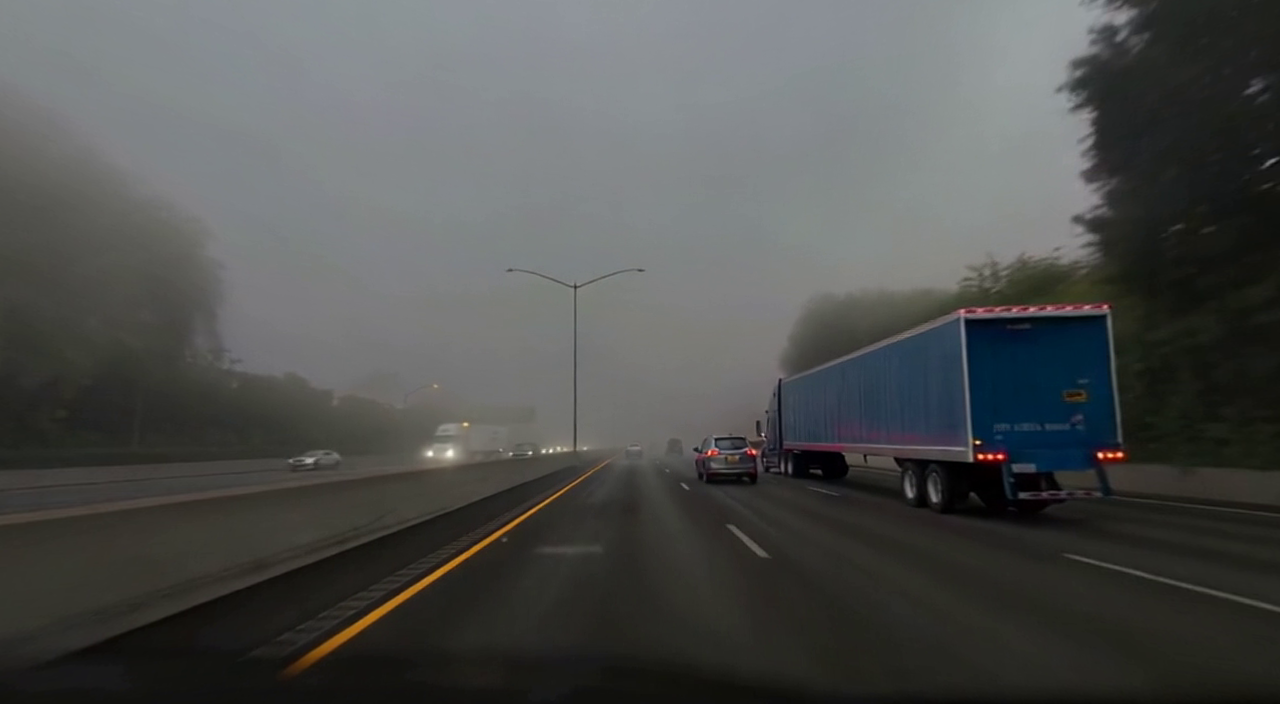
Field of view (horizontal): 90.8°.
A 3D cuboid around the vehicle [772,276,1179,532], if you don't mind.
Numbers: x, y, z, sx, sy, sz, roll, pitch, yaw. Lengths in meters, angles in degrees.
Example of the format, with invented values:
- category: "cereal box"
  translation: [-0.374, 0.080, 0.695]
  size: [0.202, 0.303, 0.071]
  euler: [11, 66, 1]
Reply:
- category: "vehicle"
  translation: [6.775, 1.848, 17.299]
  size: [2.864, 4.060, 14.637]
  euler: [0, -8, -1]

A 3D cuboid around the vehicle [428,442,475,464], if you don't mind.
- category: "vehicle"
  translation: [-14.666, 7.900, 49.492]
  size: [1.937, 1.618, 5.347]
  euler: [0, -9, 1]

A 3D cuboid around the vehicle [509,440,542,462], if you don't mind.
- category: "vehicle"
  translation: [-7.786, 6.749, 43.255]
  size: [1.613, 1.392, 3.376]
  euler: [0, -8, 1]

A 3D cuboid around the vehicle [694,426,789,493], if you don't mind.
- category: "vehicle"
  translation: [2.832, 3.133, 18.701]
  size: [1.973, 1.710, 4.476]
  euler: [0, -8, -1]
